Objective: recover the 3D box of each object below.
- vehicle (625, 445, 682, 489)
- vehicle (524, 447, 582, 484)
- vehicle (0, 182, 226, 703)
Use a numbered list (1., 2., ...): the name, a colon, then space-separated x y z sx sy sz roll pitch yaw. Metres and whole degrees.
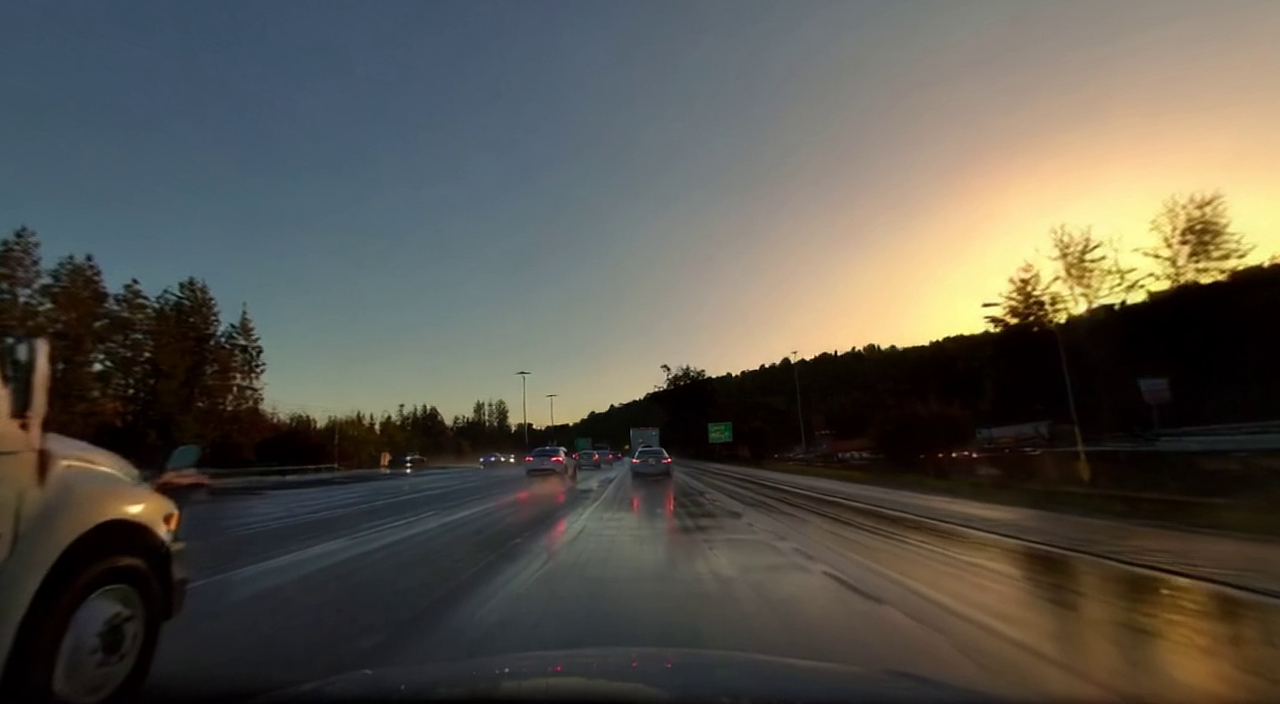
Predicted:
1. vehicle: 0.457 4.393 24.249 2.015 1.526 4.286 0 -9 -1
2. vehicle: -3.769 4.994 27.938 1.940 1.502 4.463 0 -9 1
3. vehicle: -3.985 0.260 0.995 2.523 2.458 6.022 0 -9 0
